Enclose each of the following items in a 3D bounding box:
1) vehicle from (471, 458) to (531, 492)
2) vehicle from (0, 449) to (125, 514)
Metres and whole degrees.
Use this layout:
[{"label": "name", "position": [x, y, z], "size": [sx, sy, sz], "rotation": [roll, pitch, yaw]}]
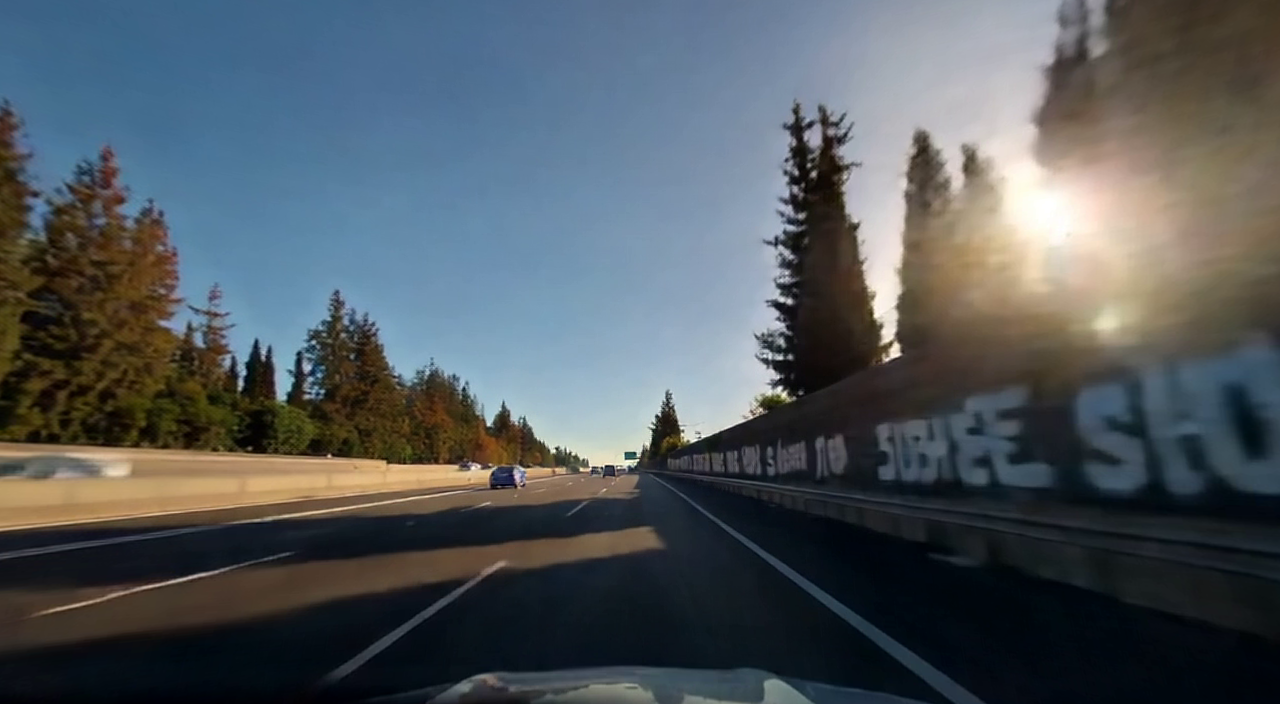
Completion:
[{"label": "vehicle", "position": [-7.208, 6.462, 33.144], "size": [2.124, 1.630, 4.416], "rotation": [1, -10, 0]}, {"label": "vehicle", "position": [-18.979, 3.899, 19.195], "size": [2.278, 1.773, 4.993], "rotation": [1, -10, 0]}]
